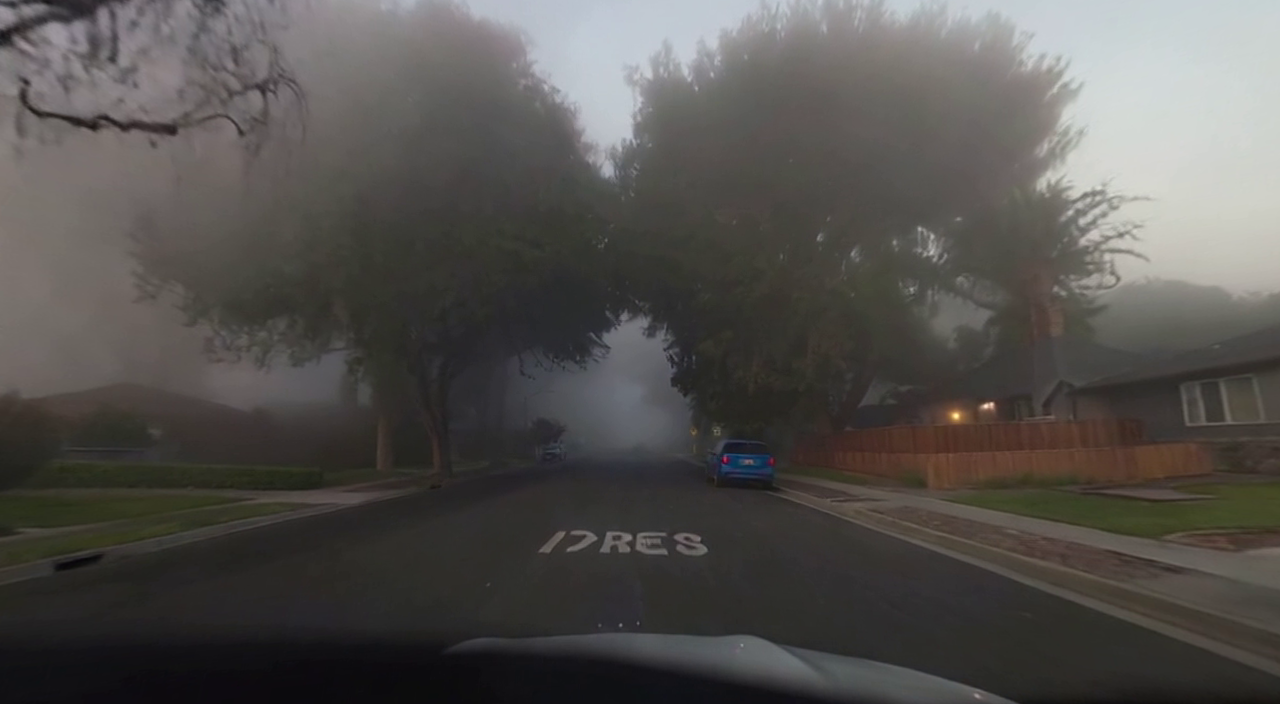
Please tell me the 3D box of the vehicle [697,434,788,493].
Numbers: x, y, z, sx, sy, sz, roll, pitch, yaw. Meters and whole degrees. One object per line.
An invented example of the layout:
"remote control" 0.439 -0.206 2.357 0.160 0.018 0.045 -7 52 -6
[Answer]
"vehicle" 3.069 3.433 19.770 2.114 1.633 4.042 0 -8 -1
